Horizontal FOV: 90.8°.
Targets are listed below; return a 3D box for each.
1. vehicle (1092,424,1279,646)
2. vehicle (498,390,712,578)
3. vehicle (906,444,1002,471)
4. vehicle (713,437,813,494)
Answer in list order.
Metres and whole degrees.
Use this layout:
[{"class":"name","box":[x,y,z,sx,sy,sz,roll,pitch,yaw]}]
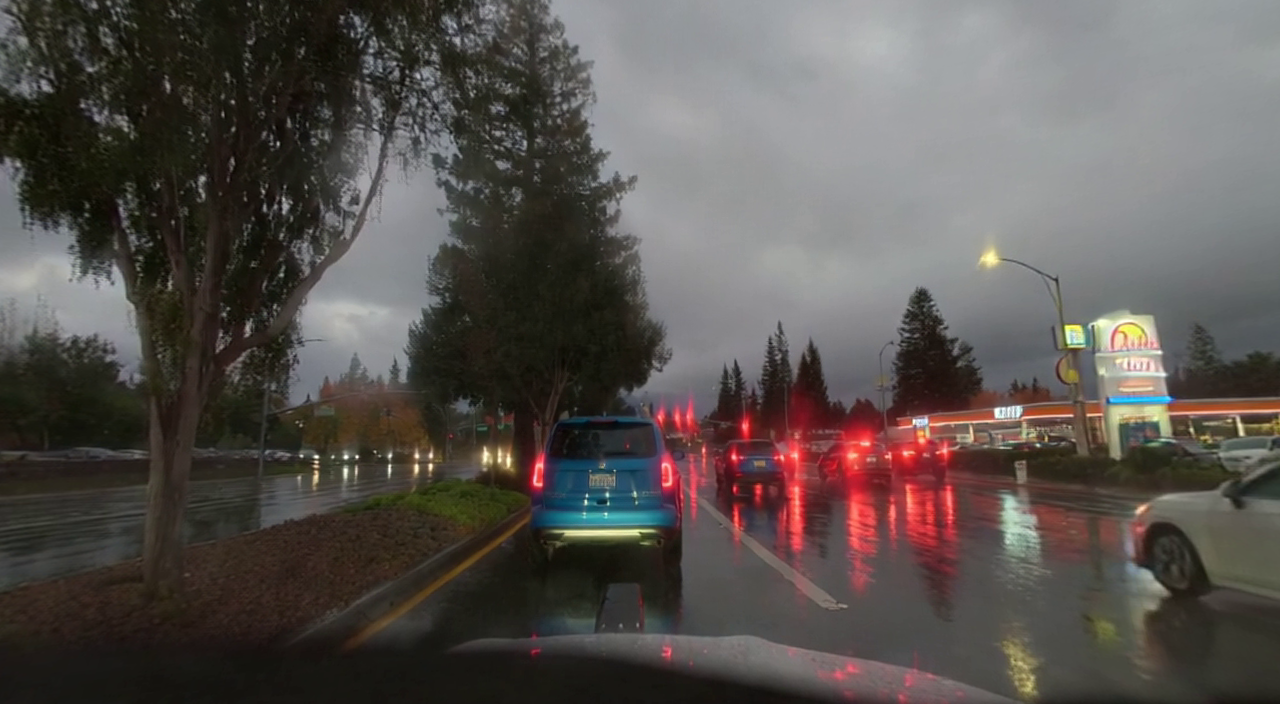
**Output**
[{"class":"vehicle","box":[5.261,1.146,3.652,1.930,1.478,4.643,0,-9,1]},{"class":"vehicle","box":[-0.306,1.647,8.635,2.096,1.837,4.687,0,-9,1]},{"class":"vehicle","box":[17.213,5.774,34.763,4.290,1.427,1.751,0,-9,2]},{"class":"vehicle","box":[3.681,3.499,19.935,2.098,1.555,4.778,0,-9,-1]}]
